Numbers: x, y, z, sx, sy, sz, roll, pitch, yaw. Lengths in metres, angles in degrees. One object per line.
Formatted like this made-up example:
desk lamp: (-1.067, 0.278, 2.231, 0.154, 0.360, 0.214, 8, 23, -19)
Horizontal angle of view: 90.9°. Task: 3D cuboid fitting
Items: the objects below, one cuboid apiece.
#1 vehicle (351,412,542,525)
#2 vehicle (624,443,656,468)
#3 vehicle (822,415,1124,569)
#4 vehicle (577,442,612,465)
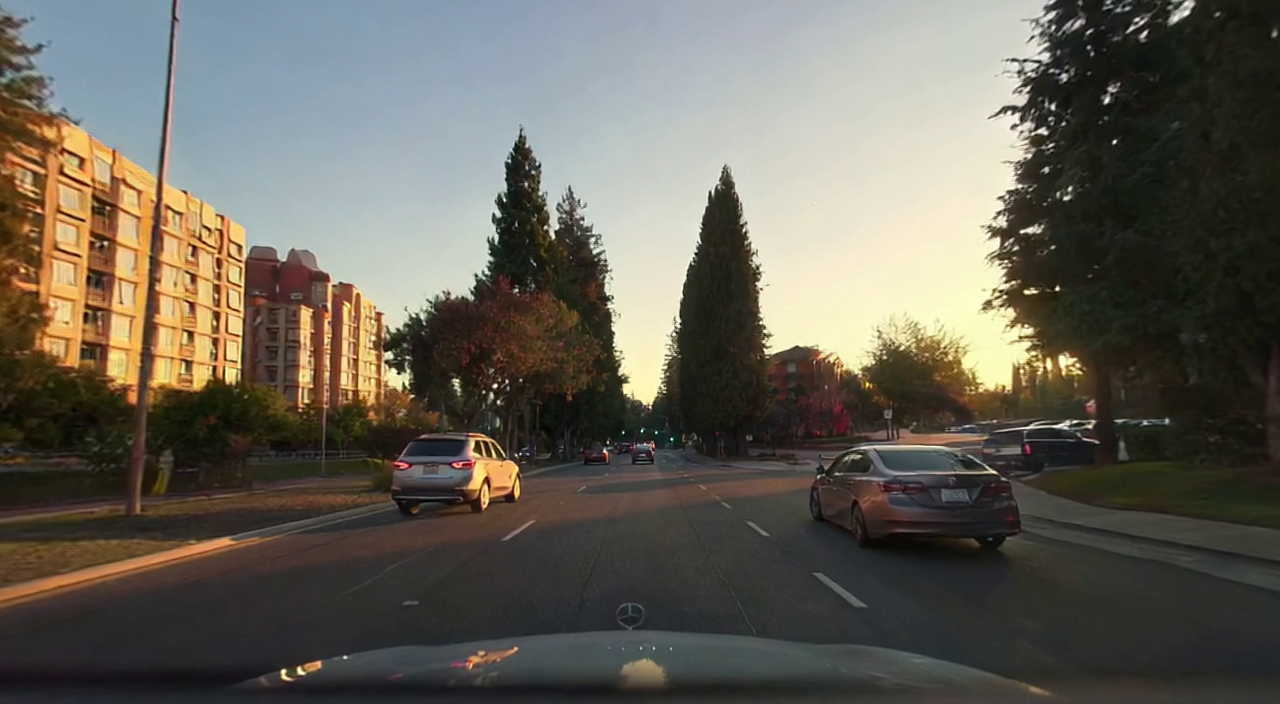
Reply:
vehicle: (-3.568, 2.281, 12.863, 2.216, 1.828, 4.886, 0, -8, 2)
vehicle: (0.062, 6.630, 40.686, 1.940, 1.501, 4.133, 0, -8, 1)
vehicle: (4.101, 1.785, 8.798, 1.969, 1.593, 4.293, 0, -8, 2)
vehicle: (-3.303, 7.474, 46.609, 2.091, 1.548, 4.604, 0, -8, 2)
